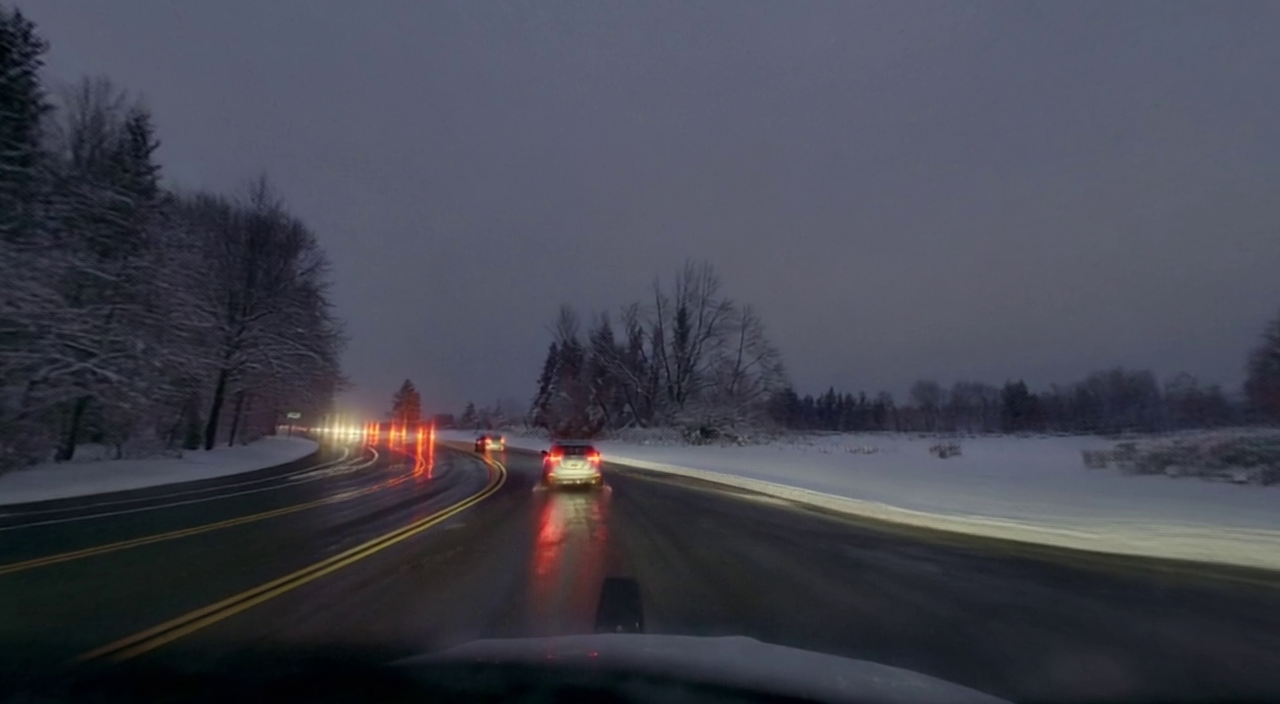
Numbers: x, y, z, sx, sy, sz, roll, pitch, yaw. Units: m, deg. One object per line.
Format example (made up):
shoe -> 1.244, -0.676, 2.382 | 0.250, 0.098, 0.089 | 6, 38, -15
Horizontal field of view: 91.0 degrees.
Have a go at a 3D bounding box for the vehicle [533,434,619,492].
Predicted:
vehicle -> -2.026, 3.282, 19.009 | 2.296, 1.510, 4.068 | 1, -8, -9

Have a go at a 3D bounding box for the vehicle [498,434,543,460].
vehicle -> -7.388, 5.825, 38.684 | 2.080, 1.530, 3.719 | 3, -9, -20
